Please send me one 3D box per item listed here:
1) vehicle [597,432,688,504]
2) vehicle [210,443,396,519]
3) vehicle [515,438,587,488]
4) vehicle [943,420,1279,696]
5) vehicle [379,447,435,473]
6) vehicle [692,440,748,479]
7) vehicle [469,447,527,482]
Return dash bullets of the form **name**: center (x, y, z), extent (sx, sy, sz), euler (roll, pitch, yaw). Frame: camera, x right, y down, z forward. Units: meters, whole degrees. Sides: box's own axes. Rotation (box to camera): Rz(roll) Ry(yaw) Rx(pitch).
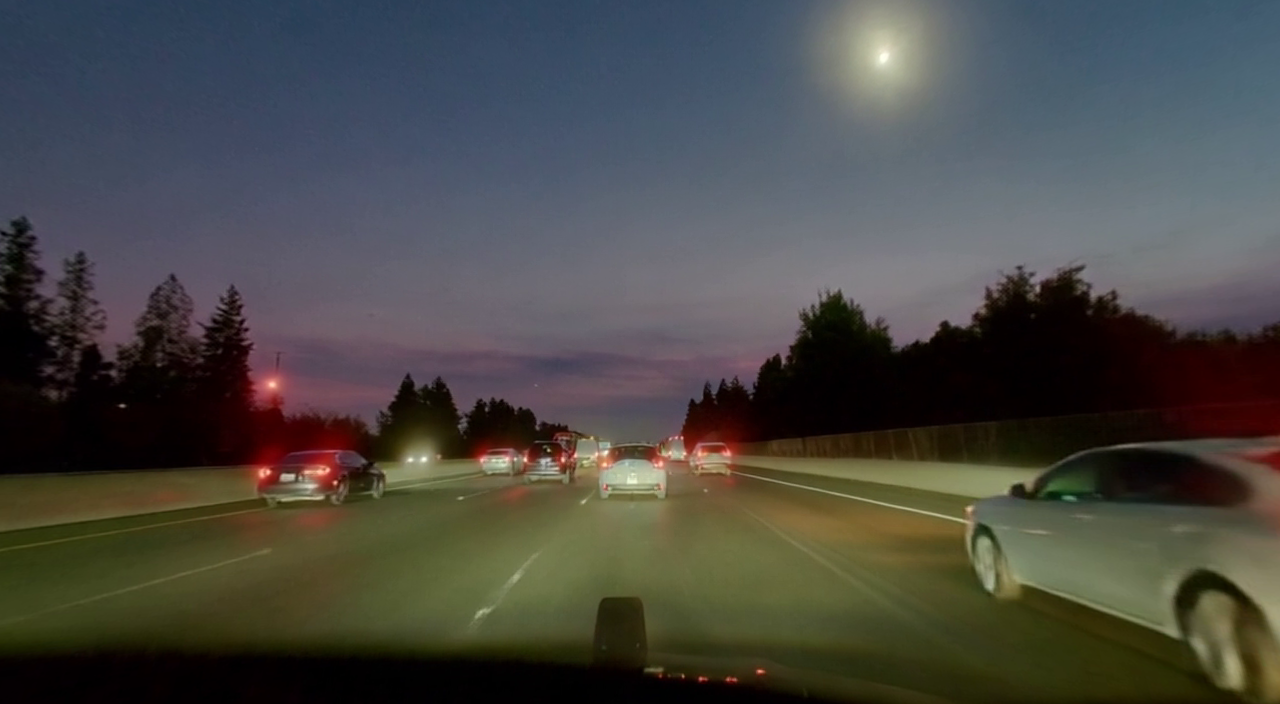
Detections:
- **vehicle**: center (0.096, 3.136, 17.421), extent (2.223, 1.722, 4.177), euler (0, -9, 1)
- **vehicle**: center (-7.728, 2.963, 15.070), extent (1.927, 1.514, 4.474), euler (0, -9, 0)
- **vehicle**: center (-3.427, 4.363, 25.098), extent (2.142, 1.808, 4.266), euler (0, -9, 1)
- **vehicle**: center (4.460, 1.319, 4.781), extent (2.006, 1.474, 4.669), euler (0, -9, 0)
- **vehicle**: center (-16.488, 7.601, 44.792), extent (2.096, 1.725, 4.835), euler (0, -9, 0)
- **vehicle**: center (4.017, 5.513, 32.681), extent (2.175, 1.830, 5.173), euler (0, -9, -1)
- **vehicle**: center (-7.084, 5.647, 31.883), extent (1.931, 1.617, 4.060), euler (0, -9, 1)
